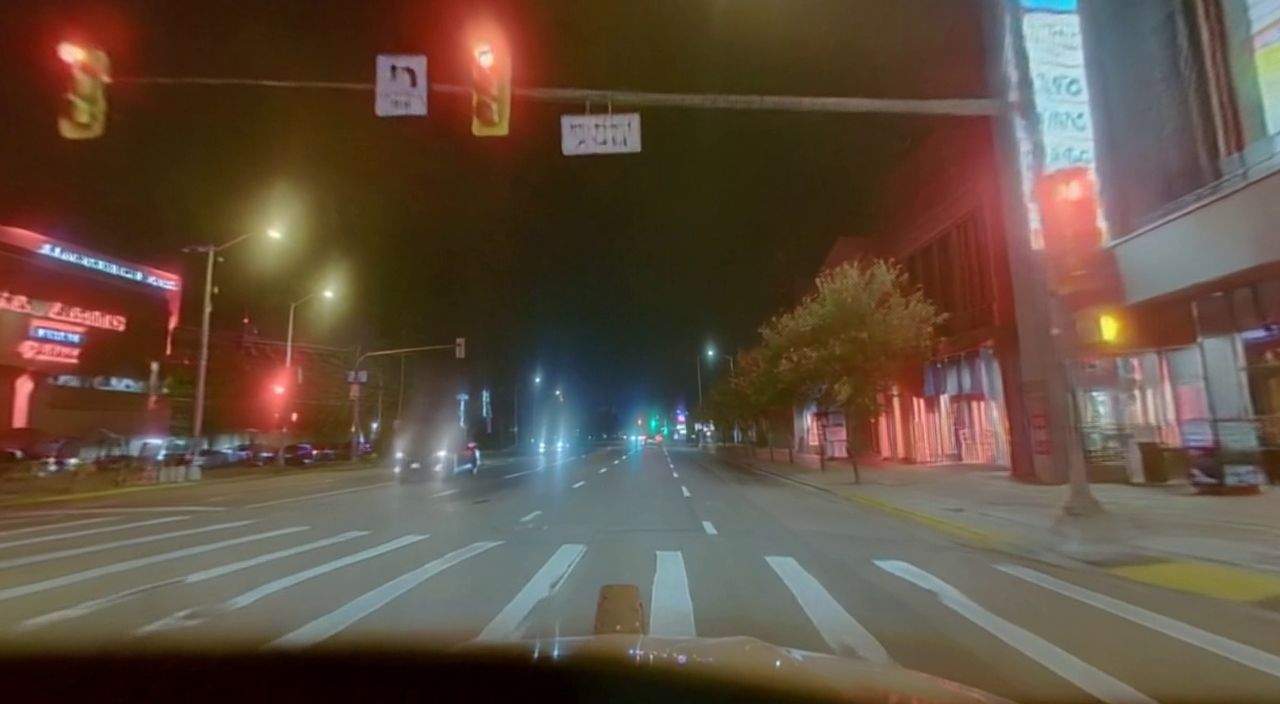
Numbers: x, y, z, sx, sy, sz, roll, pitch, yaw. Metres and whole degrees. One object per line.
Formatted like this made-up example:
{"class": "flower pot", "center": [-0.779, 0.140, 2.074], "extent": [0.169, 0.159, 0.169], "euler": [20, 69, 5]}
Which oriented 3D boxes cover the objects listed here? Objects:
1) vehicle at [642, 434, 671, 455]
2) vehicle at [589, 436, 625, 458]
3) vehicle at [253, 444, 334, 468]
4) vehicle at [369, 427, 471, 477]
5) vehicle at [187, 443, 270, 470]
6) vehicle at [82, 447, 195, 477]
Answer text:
{"class": "vehicle", "center": [1.318, 7.233, 49.590], "extent": [2.168, 1.545, 4.047], "euler": [-1, -8, 2]}
{"class": "vehicle", "center": [-2.269, 6.590, 44.123], "extent": [1.962, 1.420, 4.021], "euler": [-1, -8, 4]}
{"class": "vehicle", "center": [-23.614, 7.074, 43.211], "extent": [1.985, 1.469, 4.428], "euler": [-5, -9, 29]}
{"class": "vehicle", "center": [-8.772, 4.028, 25.733], "extent": [2.281, 1.834, 4.736], "euler": [-1, -8, 3]}
{"class": "vehicle", "center": [-27.606, 6.971, 42.503], "extent": [1.969, 1.636, 4.136], "euler": [-5, -9, 29]}
{"class": "vehicle", "center": [-27.858, 6.084, 35.251], "extent": [1.755, 1.445, 4.485], "euler": [-5, -9, 29]}
